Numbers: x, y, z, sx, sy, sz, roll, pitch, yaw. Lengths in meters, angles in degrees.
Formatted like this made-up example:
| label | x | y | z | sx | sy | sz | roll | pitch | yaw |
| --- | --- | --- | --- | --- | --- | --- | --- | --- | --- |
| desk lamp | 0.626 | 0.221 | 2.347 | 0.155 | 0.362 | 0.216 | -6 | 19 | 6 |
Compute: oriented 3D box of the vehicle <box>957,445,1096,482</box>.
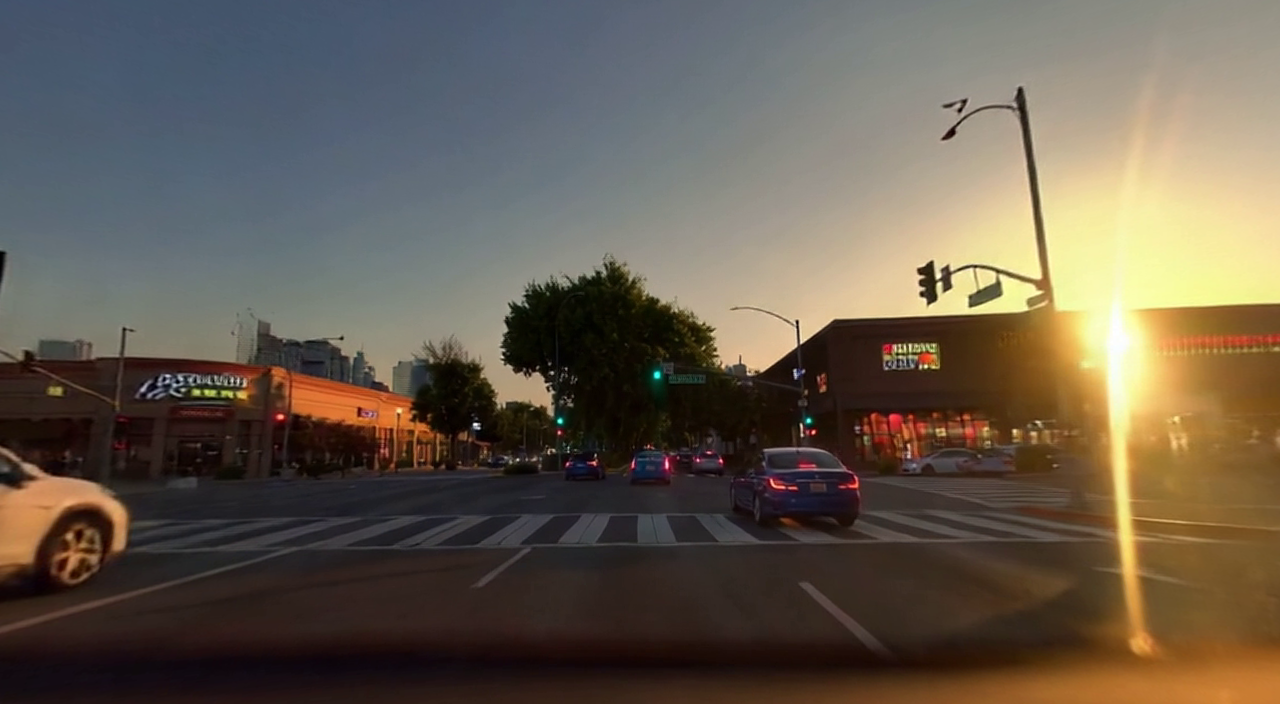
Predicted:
| label | x | y | z | sx | sy | sz | roll | pitch | yaw |
| --- | --- | --- | --- | --- | --- | --- | --- | --- | --- |
| vehicle | 15.758 | 4.564 | 25.877 | 4.481 | 1.427 | 1.830 | 0 | -8 | -1 |

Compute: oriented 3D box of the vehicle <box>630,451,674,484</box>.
| label | x | y | z | sx | sy | sz | roll | pitch | yaw |
| --- | --- | --- | --- | --- | --- | --- | --- | --- | --- |
| vehicle | 0.579 | 5.696 | 31.359 | 2.070 | 1.460 | 4.118 | 0 | -8 | 0 |

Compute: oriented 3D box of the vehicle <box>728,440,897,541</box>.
| label | x | y | z | sx | sy | sz | roll | pitch | yaw |
| --- | --- | --- | --- | --- | --- | --- | --- | --- | --- |
| vehicle | 2.921 | 2.421 | 11.726 | 1.946 | 1.513 | 4.133 | 0 | -8 | 0 |

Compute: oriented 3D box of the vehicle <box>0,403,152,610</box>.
| label | x | y | z | sx | sy | sz | roll | pitch | yaw |
| --- | --- | --- | --- | --- | --- | --- | --- | --- | --- |
| vehicle | -6.668 | 1.277 | 4.964 | 2.058 | 1.804 | 4.391 | 0 | -8 | 0 |

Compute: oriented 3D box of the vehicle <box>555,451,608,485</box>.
| label | x | y | z | sx | sy | sz | roll | pitch | yaw |
| --- | --- | --- | --- | --- | --- | --- | --- | --- | --- |
| vehicle | -2.800 | 5.699 | 31.232 | 2.040 | 1.471 | 4.211 | -1 | -8 | 2 |

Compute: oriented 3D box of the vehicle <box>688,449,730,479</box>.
| label | x | y | z | sx | sy | sz | roll | pitch | yaw |
| --- | --- | --- | --- | --- | --- | --- | --- | --- | --- |
| vehicle | 3.942 | 6.445 | 36.446 | 1.931 | 1.552 | 4.125 | 0 | -8 | 0 |
